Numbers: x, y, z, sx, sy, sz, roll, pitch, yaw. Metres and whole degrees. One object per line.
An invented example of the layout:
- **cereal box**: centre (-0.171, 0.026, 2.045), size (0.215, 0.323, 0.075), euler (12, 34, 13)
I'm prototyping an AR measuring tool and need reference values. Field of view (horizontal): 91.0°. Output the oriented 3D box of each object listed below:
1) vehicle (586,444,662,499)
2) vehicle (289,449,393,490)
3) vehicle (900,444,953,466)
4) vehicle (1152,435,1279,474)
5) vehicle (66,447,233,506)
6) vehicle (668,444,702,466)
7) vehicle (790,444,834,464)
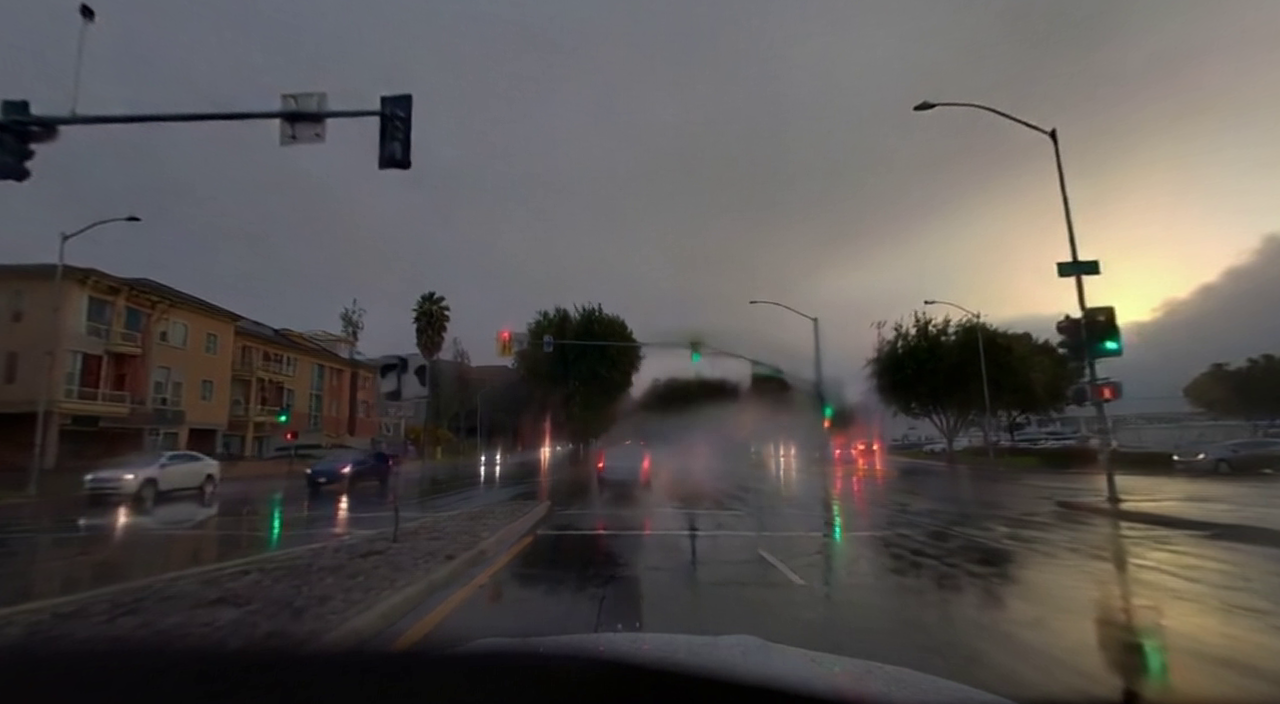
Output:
- **vehicle**: centre (-0.450, 3.512, 18.870), size (2.010, 1.447, 4.121), euler (0, -9, -1)
- **vehicle**: centre (-12.050, 4.734, 25.767), size (1.963, 1.504, 4.640), euler (0, -9, 0)
- **vehicle**: centre (19.852, 7.090, 43.490), size (1.932, 1.430, 4.203), euler (-8, -12, 43)
- **vehicle**: centre (25.943, 4.525, 27.802), size (4.665, 1.612, 1.937), euler (-1, -9, 8)
- **vehicle**: centre (-15.743, 3.967, 20.594), size (1.922, 1.717, 4.366), euler (0, -9, 0)
- **vehicle**: centre (3.211, 7.432, 45.664), size (2.023, 1.506, 3.816), euler (0, -9, -2)
- **vehicle**: centre (12.756, 7.552, 46.840), size (1.849, 1.429, 4.335), euler (0, -9, -3)
